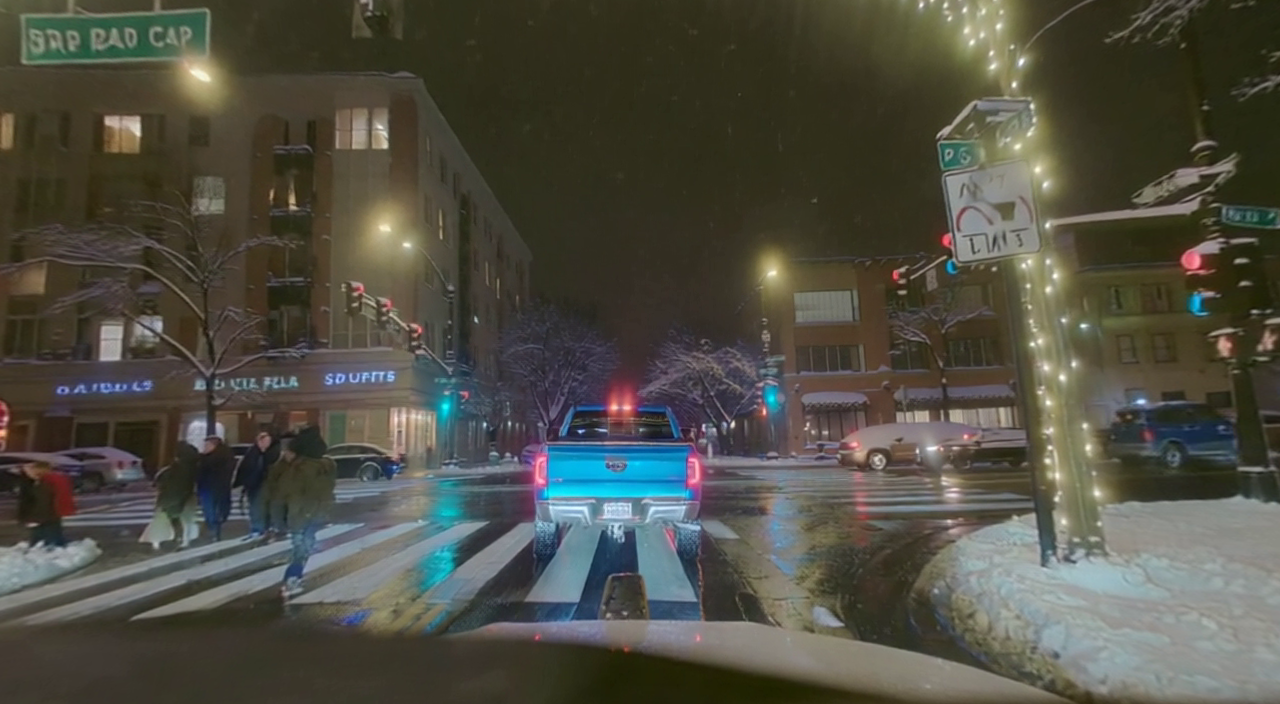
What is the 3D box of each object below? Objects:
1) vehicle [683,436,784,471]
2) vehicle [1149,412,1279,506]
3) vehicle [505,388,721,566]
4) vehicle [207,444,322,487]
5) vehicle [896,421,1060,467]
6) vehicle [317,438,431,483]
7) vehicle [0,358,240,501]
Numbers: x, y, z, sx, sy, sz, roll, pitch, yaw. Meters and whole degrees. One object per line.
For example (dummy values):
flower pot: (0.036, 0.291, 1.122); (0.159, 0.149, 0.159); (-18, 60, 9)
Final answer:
vehicle: (4.306, 4.764, 29.643); (4.515, 1.583, 1.920); (-1, -8, 3)
vehicle: (13.050, 2.024, 12.333); (4.082, 1.613, 2.211); (-3, -12, 0)
vehicle: (-0.460, 1.842, 10.089); (2.477, 2.020, 5.534); (0, -8, -3)
vehicle: (-18.582, 5.617, 31.373); (4.398, 2.057, 1.959); (0, -8, -2)
vehicle: (11.643, 3.212, 21.931); (4.600, 1.506, 1.878); (0, -8, -2)
vehicle: (-13.110, 5.354, 31.221); (4.799, 1.909, 2.011); (-3, -7, 3)
vehicle: (-22.322, 2.747, 22.363); (13.729, 4.662, 3.300); (0, -8, 0)
